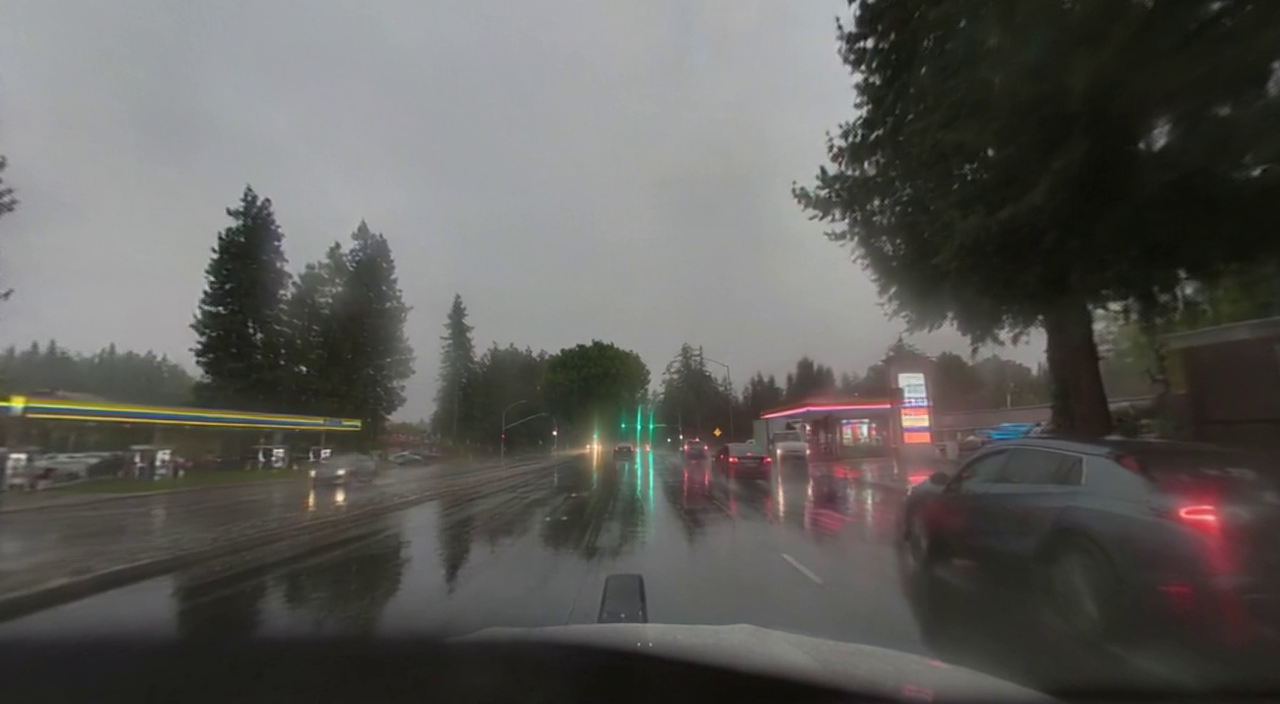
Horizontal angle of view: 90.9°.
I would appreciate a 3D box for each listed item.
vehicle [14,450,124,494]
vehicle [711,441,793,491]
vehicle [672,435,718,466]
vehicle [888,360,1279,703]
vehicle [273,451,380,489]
[{"bbox_3d":[-28.767,5.986,32.006,2.064,2.002,4.835,2,-9,-16],"label":"vehicle"},{"bbox_3d":[3.602,3.749,21.055,1.871,1.442,4.122,0,-9,-1],"label":"vehicle"},{"bbox_3d":[3.673,6.738,43.281,2.611,1.983,5.165,0,-9,-1],"label":"vehicle"},{"bbox_3d":[3.698,1.126,4.384,1.875,1.665,4.931,0,-9,0],"label":"vehicle"},{"bbox_3d":[-14.205,5.344,29.045,2.031,1.539,5.646,-1,-9,0],"label":"vehicle"}]
